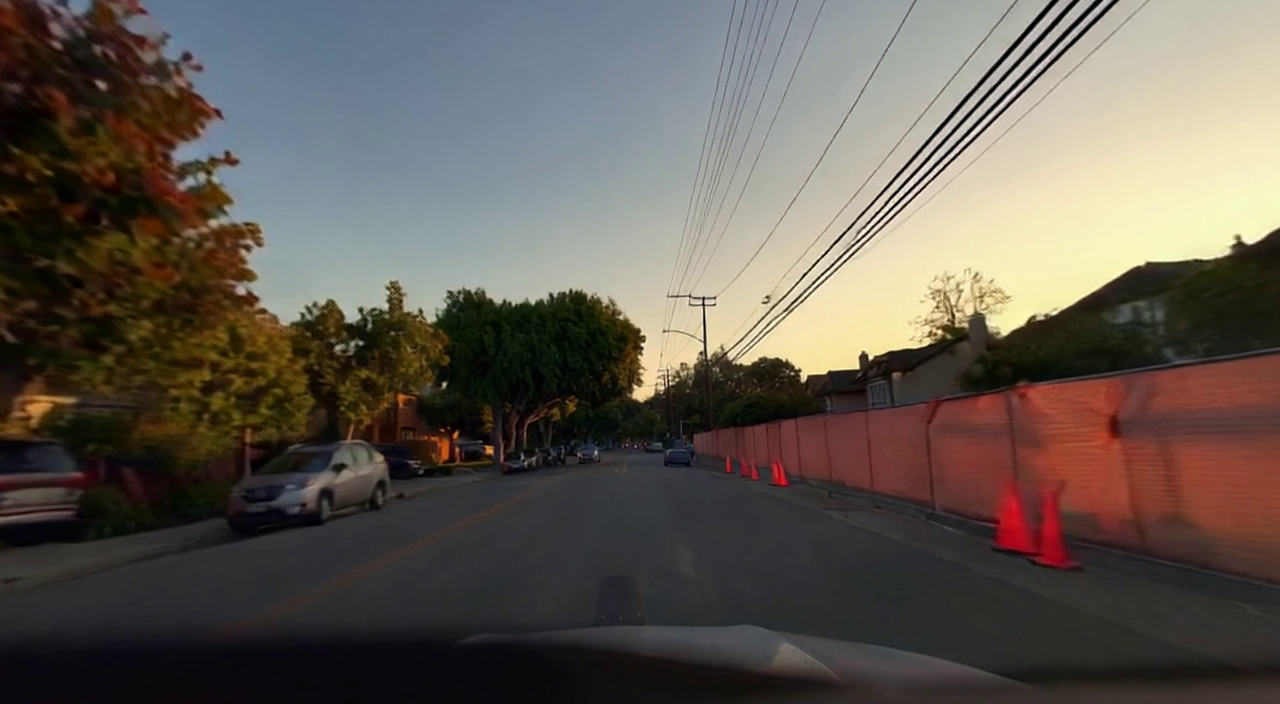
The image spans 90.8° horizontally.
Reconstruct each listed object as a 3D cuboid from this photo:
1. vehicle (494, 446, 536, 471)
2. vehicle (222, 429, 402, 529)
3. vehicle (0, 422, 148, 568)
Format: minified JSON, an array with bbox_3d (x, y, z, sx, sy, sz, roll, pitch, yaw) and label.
[{"bbox_3d":[-8.271,7.075,42.238,2.041,1.480,4.474,-2,-9,-2],"label":"vehicle"},{"bbox_3d":[-6.884,2.698,13.847,1.932,1.743,4.079,-2,-9,-3],"label":"vehicle"},{"bbox_3d":[-10.506,1.997,9.188,4.872,1.844,2.095,0,-8,0],"label":"vehicle"}]
